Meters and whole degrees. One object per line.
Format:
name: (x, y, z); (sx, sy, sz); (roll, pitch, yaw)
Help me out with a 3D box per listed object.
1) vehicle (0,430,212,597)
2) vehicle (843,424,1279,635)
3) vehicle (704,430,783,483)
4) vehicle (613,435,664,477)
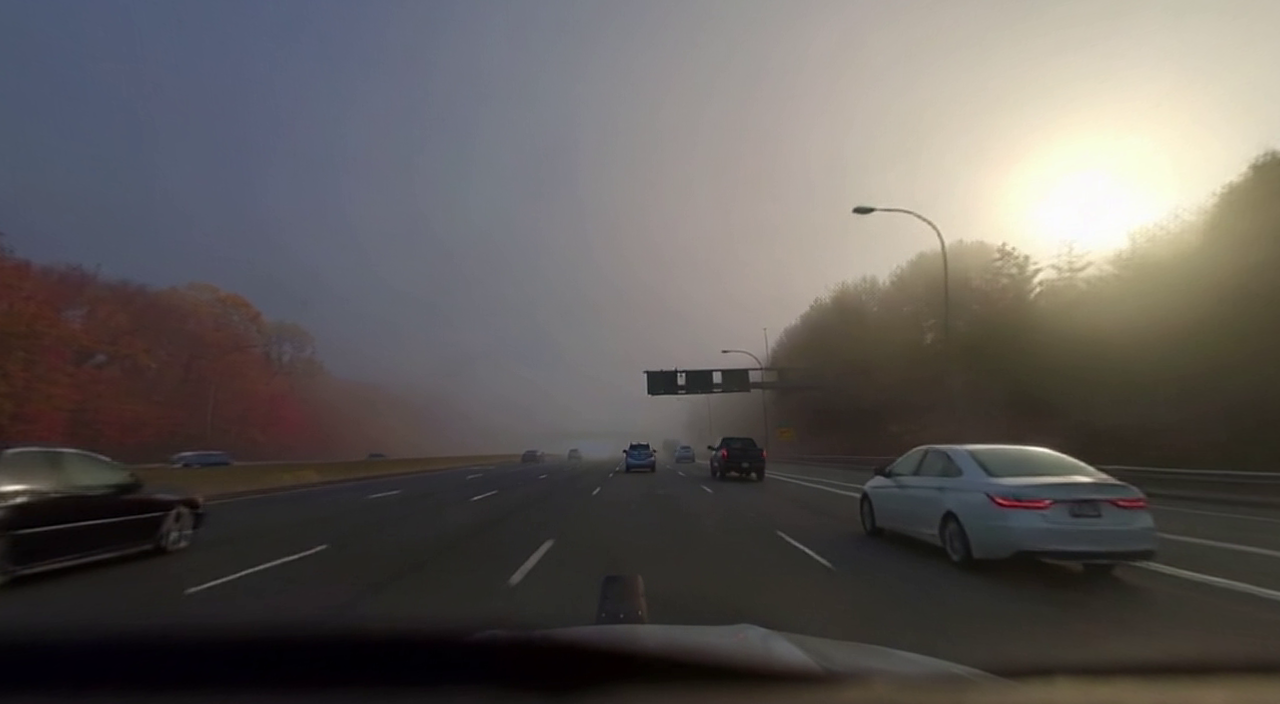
vehicle: (-6.946, 1.573, 6.320); (2.014, 1.526, 4.577); (0, -9, 1)
vehicle: (4.087, 1.660, 6.993); (2.057, 1.508, 4.767); (0, -9, 0)
vehicle: (4.280, 4.483, 27.182); (2.388, 1.998, 5.749); (0, -9, 0)
vehicle: (-0.060, 5.269, 32.064); (2.372, 1.957, 5.121); (0, -9, 1)
